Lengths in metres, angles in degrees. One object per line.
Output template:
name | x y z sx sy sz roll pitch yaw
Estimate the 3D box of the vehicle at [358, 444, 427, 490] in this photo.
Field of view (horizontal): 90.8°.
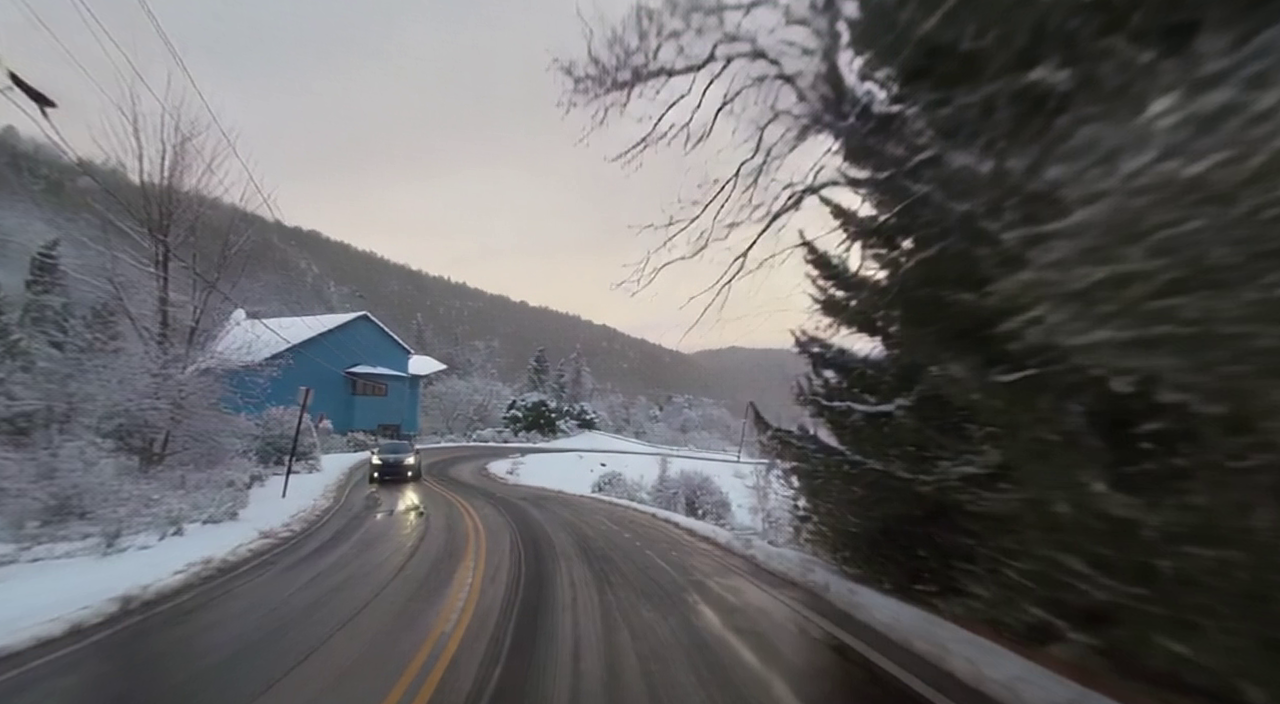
vehicle | -8.978 4.119 22.968 2.063 1.485 3.997 3 -9 -21
